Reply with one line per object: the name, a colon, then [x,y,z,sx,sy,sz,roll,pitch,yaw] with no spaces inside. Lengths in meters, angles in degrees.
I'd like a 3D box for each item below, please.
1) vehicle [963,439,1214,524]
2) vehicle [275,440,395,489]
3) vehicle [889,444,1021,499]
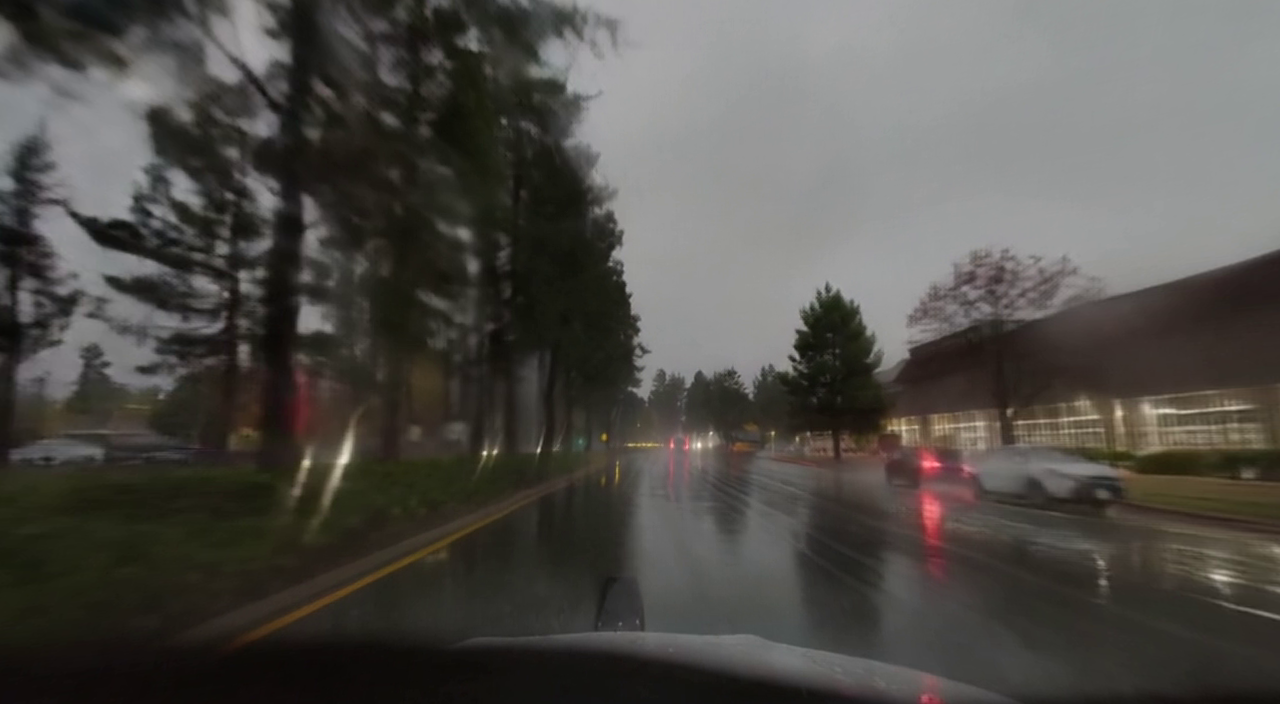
vehicle: [9.005,2.624,13.381,2.022,1.449,4.706,-1,-9,3]
vehicle: [-10.371,3.833,21.955,1.864,1.497,4.604,0,-9,0]
vehicle: [9.322,3.549,19.183,1.920,1.456,4.402,-1,-9,3]
